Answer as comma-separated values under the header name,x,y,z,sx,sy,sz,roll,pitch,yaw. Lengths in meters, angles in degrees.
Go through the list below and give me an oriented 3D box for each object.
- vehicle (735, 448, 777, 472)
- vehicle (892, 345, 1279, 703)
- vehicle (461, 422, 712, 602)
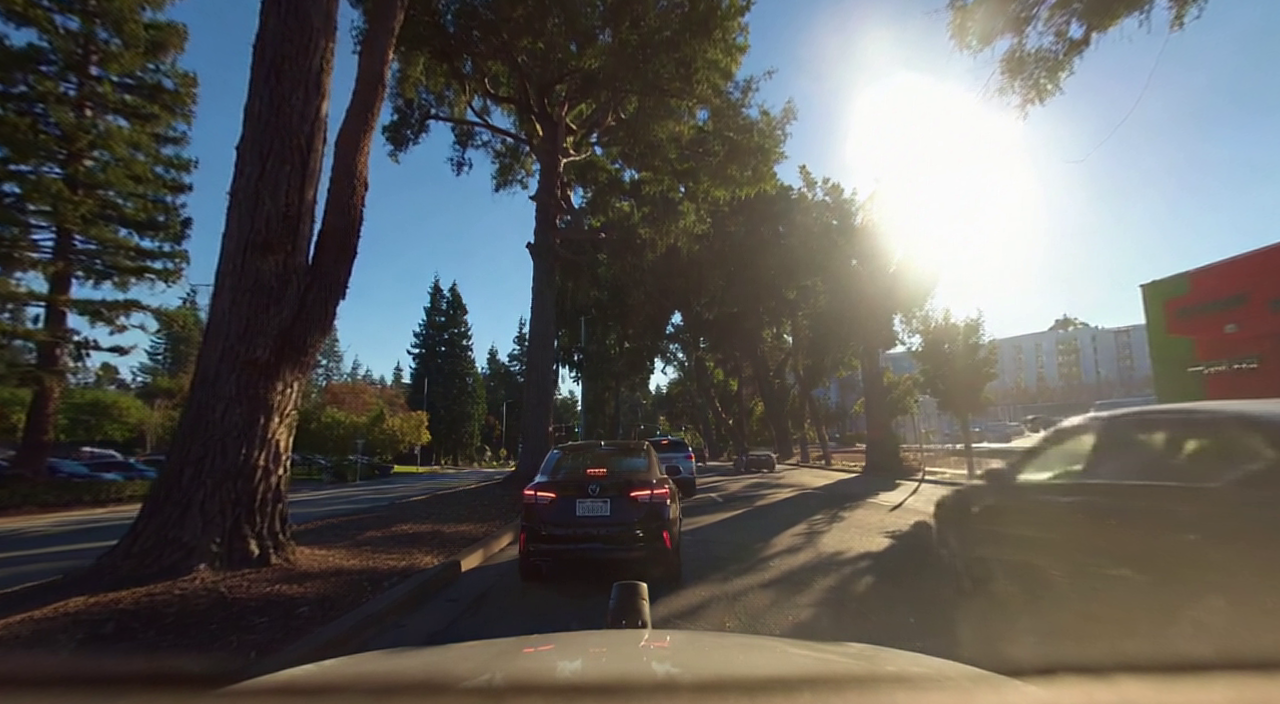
name,x,y,z,sx,sy,sz,roll,pitch,yaw
vehicle,7.216,6.741,39.400,1.909,1.380,3.905,0,-9,0
vehicle,3.480,1.061,4.109,1.946,1.648,4.230,0,-9,1
vehicle,-0.471,1.659,7.381,2.111,1.506,4.018,0,-9,-1
